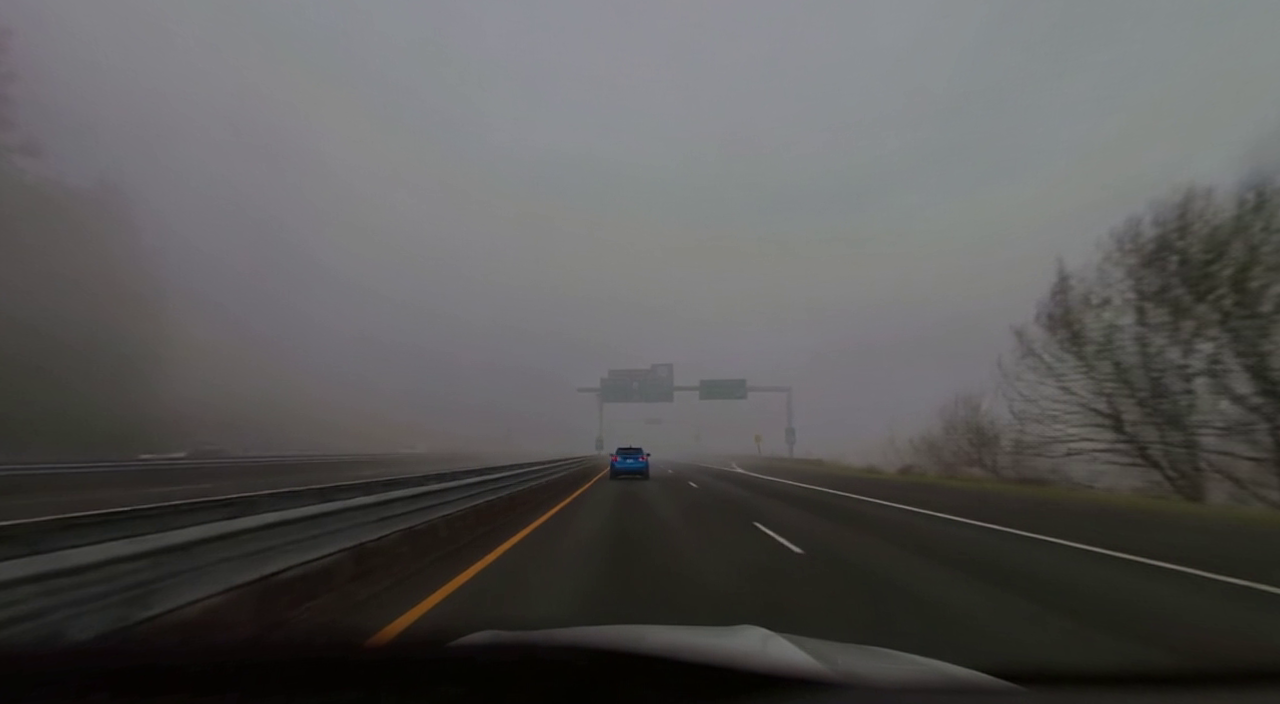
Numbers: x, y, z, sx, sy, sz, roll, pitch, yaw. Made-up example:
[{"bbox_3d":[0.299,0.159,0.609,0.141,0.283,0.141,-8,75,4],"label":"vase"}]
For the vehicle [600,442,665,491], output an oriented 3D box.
[{"bbox_3d":[-0.239,3.943,22.007,2.069,1.523,4.012,0,-9,0],"label":"vehicle"}]
